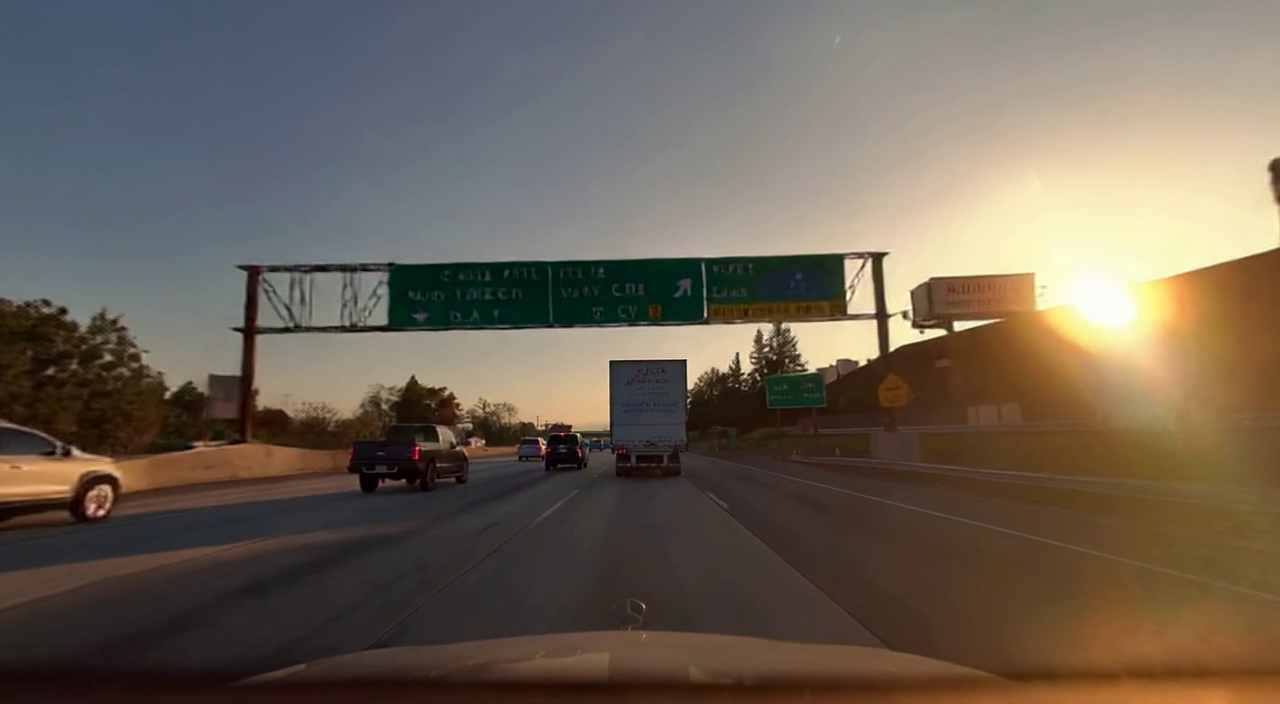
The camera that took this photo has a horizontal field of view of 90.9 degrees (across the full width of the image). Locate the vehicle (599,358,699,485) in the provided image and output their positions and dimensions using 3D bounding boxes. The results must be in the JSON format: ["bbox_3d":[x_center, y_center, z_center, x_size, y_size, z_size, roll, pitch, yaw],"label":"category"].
[{"bbox_3d":[0.225,2.789,23.730,2.941,3.794,9.851,0,-9,0],"label":"vehicle"}]

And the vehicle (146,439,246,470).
[{"bbox_3d":[-24.222,5.621,34.657,1.996,1.563,4.744,0,-9,0],"label":"vehicle"}]

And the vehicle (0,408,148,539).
[{"bbox_3d":[-10.359,1.720,8.858,2.089,1.885,5.888,0,-9,1],"label":"vehicle"}]

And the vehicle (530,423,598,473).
[{"bbox_3d":[-3.371,4.490,29.495,2.379,2.075,6.169,0,-9,1],"label":"vehicle"}]

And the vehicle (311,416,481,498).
[{"bbox_3d":[-6.680,2.996,18.326,2.479,1.978,5.952,0,-9,1],"label":"vehicle"}]
